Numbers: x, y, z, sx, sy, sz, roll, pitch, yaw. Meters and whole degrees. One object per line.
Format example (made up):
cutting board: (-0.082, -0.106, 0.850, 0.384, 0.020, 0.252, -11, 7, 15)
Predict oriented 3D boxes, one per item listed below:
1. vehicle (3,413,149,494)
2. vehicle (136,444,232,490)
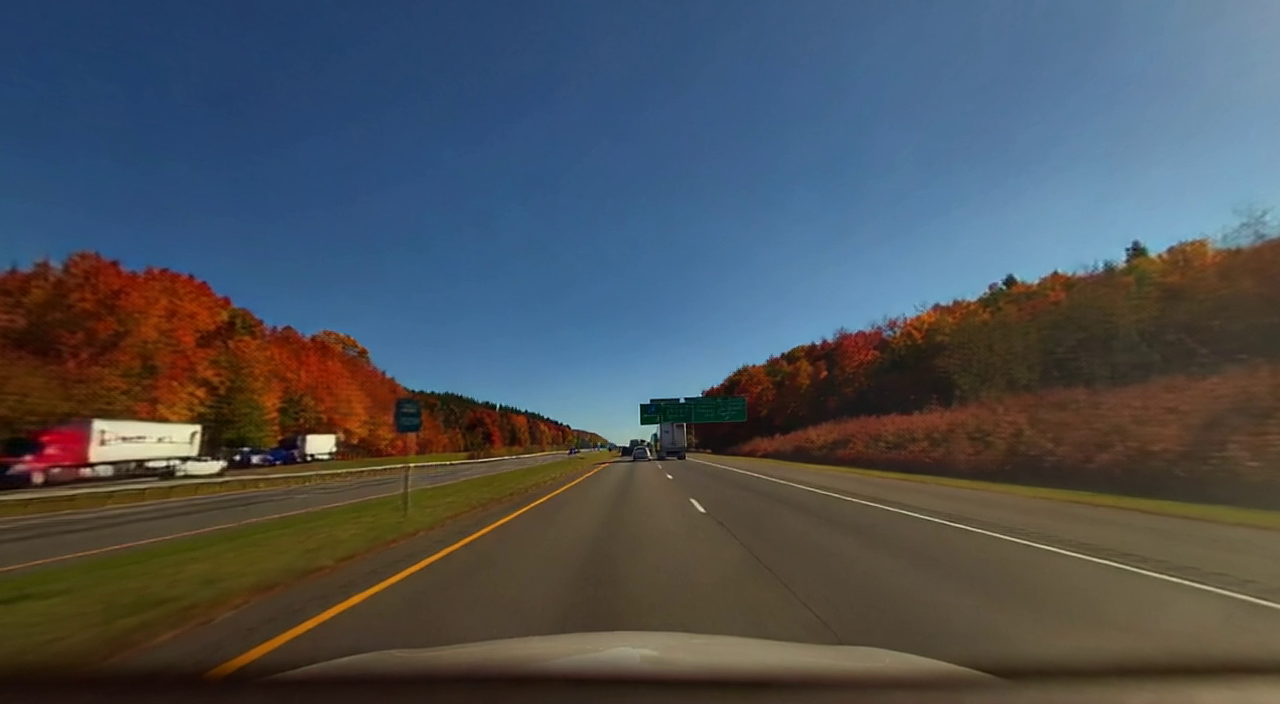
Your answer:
vehicle: (-31.497, 5.685, 35.469, 3.075, 4.089, 6.338, 1, -9, -12)
vehicle: (-28.616, 7.187, 39.669, 2.351, 2.578, 6.157, 1, -9, -11)
